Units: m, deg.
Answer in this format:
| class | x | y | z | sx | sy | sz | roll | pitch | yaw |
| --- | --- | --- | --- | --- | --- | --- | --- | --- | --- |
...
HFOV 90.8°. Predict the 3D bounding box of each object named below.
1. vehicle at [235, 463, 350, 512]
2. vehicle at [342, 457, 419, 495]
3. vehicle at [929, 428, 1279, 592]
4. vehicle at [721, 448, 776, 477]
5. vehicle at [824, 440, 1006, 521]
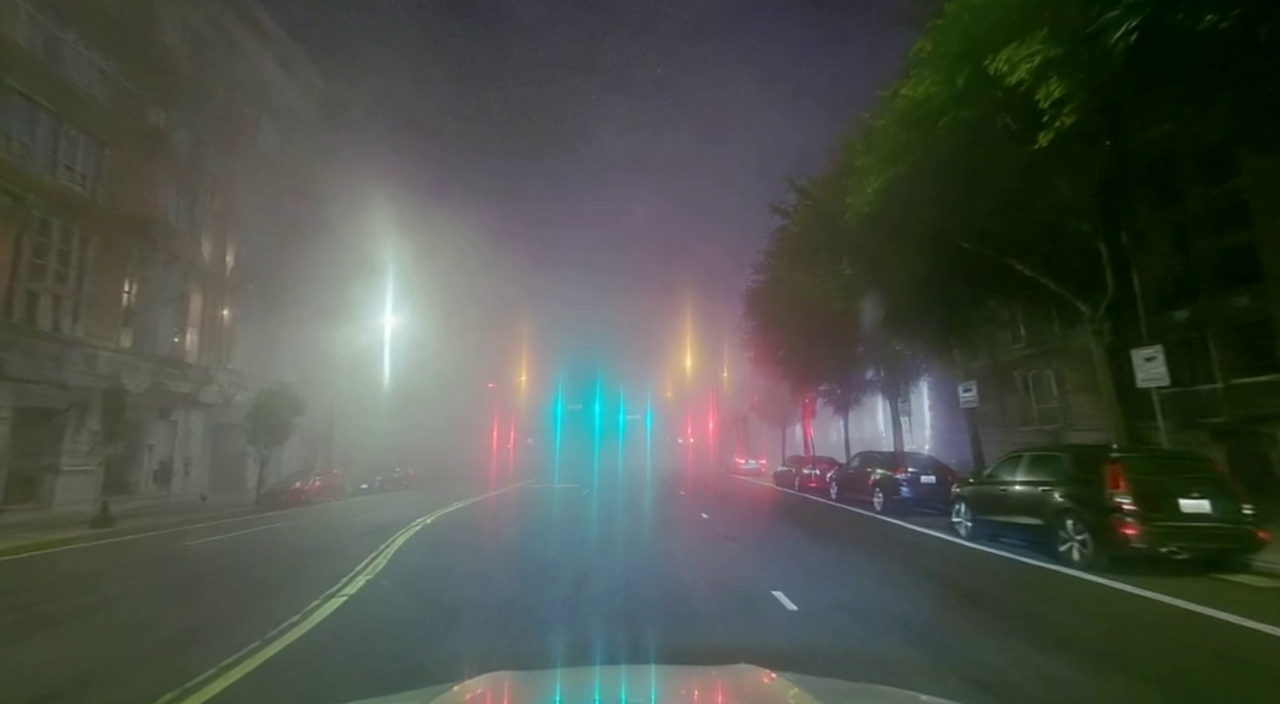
| class | x | y | z | sx | sy | sz | roll | pitch | yaw |
| --- | --- | --- | --- | --- | --- | --- | --- | --- | --- |
| vehicle | -12.628 | 4.919 | 23.347 | 1.828 | 1.462 | 4.421 | 0 | -8 | -2 |
| vehicle | -12.634 | 6.037 | 31.122 | 1.911 | 1.558 | 4.793 | -3 | -9 | -2 |
| vehicle | 6.037 | 1.880 | 8.530 | 1.923 | 1.554 | 4.712 | 0 | -8 | -2 |
| vehicle | 5.982 | 6.131 | 35.339 | 2.091 | 1.445 | 4.678 | 0 | -9 | -2 |
| vehicle | 5.827 | 2.751 | 14.169 | 1.849 | 1.491 | 4.626 | 0 | -9 | -2 |
